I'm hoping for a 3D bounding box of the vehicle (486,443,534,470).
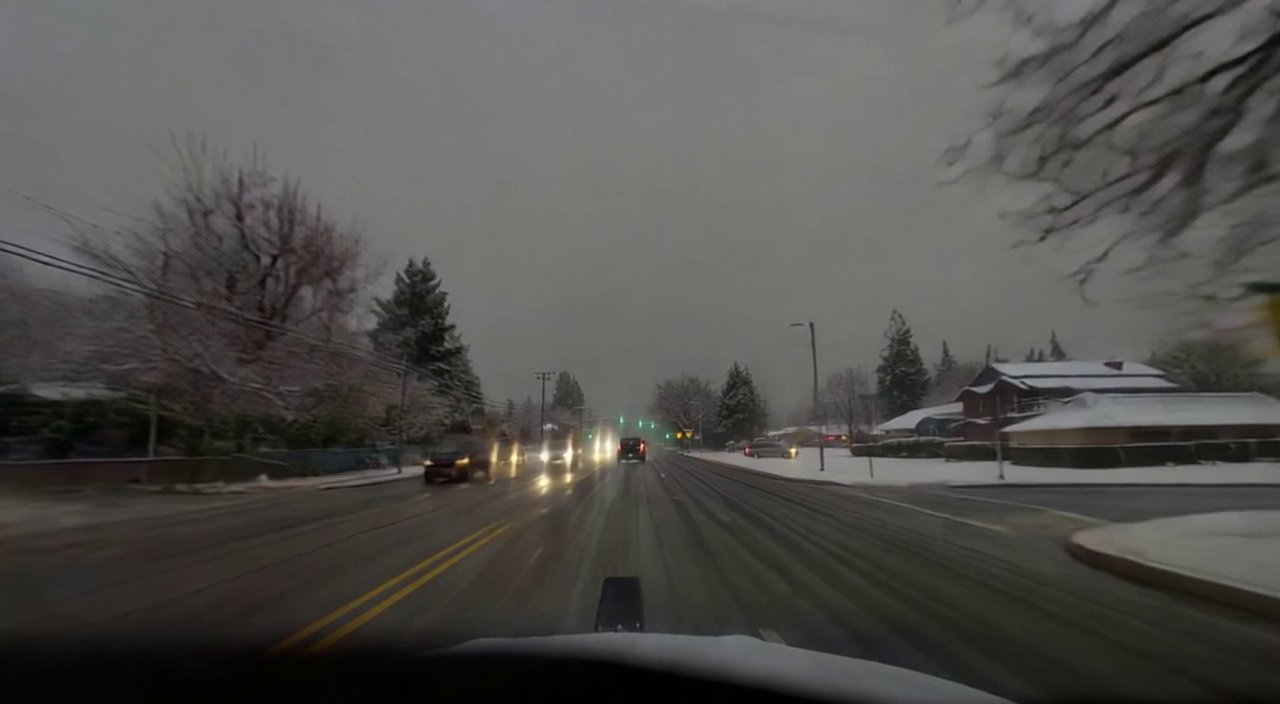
[{"bbox_3d":[-8.039,6.476,39.450,2.054,1.528,4.297,-1,-9,0],"label":"vehicle"}]

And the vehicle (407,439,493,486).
[{"bbox_3d":[-7.480,4.368,25.388,2.069,1.654,4.458,-1,-9,0],"label":"vehicle"}]

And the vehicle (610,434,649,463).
[{"bbox_3d":[-0.677,6.735,44.081,2.554,1.902,5.329,0,-9,1],"label":"vehicle"}]

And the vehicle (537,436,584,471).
[{"bbox_3d":[-4.230,5.461,34.065,1.955,1.723,4.287,0,-9,0],"label":"vehicle"}]
